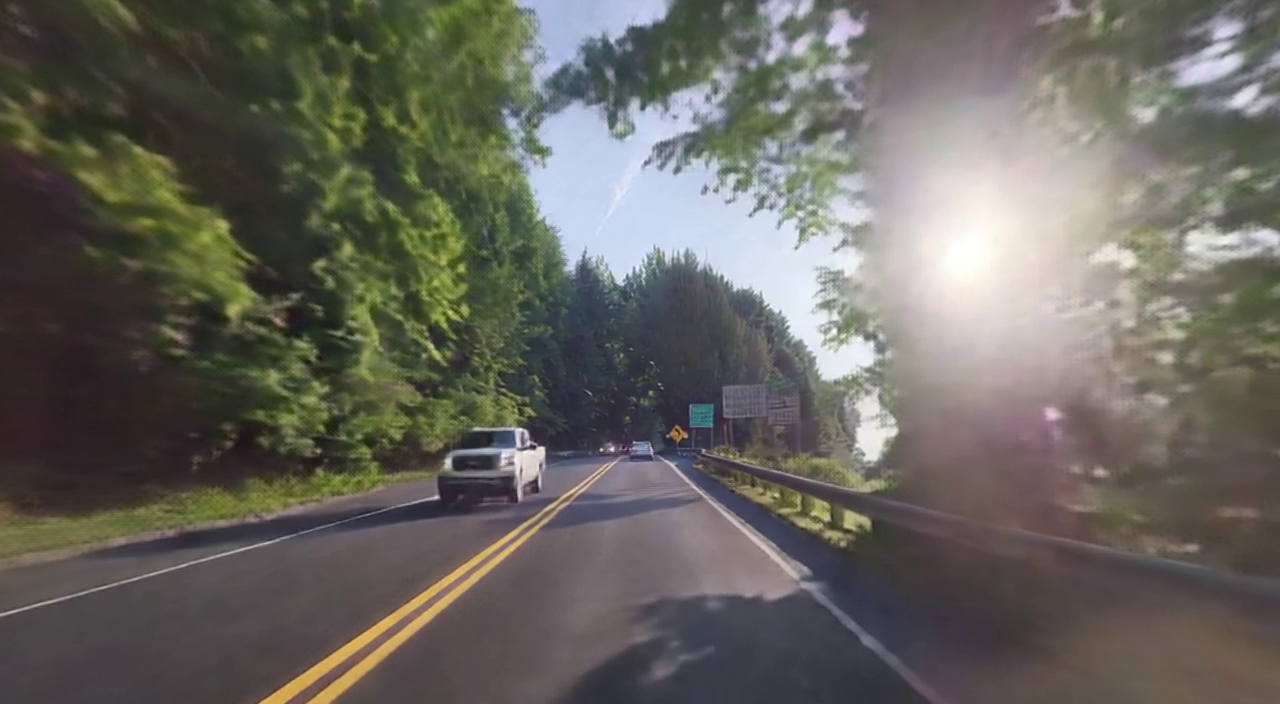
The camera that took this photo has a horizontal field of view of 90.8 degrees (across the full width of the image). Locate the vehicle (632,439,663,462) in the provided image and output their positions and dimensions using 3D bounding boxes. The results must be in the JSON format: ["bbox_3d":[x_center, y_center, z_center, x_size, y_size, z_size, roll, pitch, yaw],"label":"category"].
[{"bbox_3d":[0.479,6.841,43.777,2.067,1.486,3.861,0,-9,0],"label":"vehicle"}]

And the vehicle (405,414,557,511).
[{"bbox_3d":[-3.885,2.870,16.847,2.441,2.113,5.738,0,-9,1],"label":"vehicle"}]
